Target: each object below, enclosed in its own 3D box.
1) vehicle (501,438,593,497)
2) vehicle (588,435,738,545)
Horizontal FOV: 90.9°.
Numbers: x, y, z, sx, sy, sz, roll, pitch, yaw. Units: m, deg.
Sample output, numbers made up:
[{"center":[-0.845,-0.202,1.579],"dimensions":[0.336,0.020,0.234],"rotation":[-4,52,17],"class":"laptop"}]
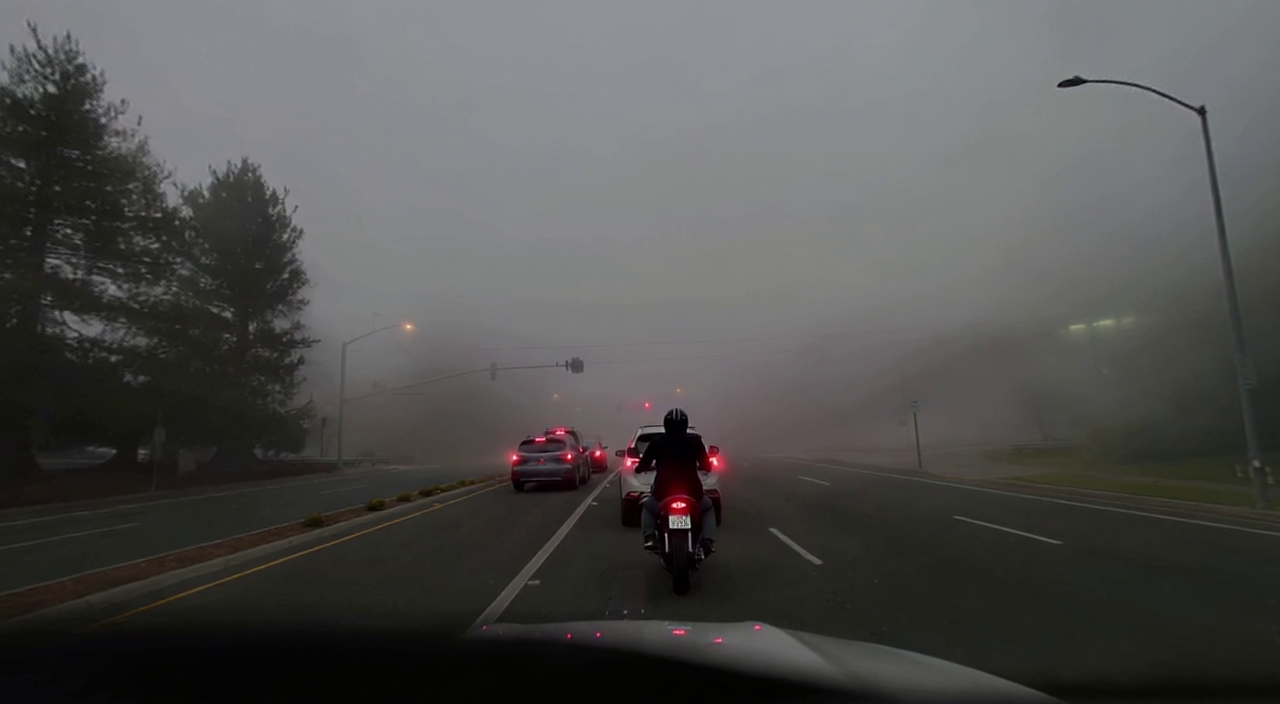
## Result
[{"center":[-2.547,3.284,18.294],"dimensions":[1.979,1.499,3.840],"rotation":[-1,-8,2],"class":"vehicle"},{"center":[0.336,2.196,10.832],"dimensions":[2.009,1.450,4.608],"rotation":[-1,-8,1],"class":"vehicle"}]
